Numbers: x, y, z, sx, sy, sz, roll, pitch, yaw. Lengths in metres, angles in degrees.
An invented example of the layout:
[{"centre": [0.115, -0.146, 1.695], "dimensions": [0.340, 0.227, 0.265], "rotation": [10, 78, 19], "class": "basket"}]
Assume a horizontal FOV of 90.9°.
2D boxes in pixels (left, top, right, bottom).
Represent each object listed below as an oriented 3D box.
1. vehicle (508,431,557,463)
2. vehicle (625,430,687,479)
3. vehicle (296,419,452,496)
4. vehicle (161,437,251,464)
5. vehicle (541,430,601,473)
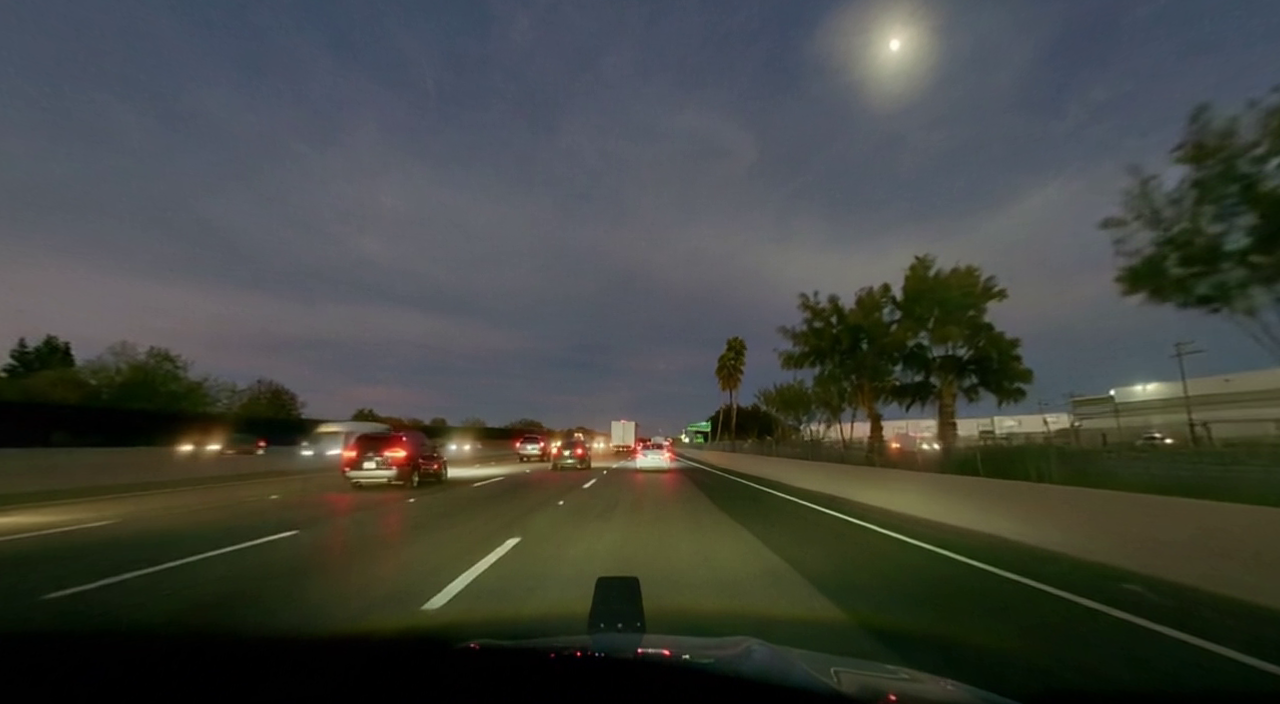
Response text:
[{"centre": [-6.793, 6.080, 40.434], "dimensions": [2.085, 1.932, 4.967], "rotation": [0, -8, 2], "class": "vehicle"}, {"centre": [0.563, 3.876, 24.080], "dimensions": [2.136, 1.678, 4.052], "rotation": [0, -8, 0], "class": "vehicle"}, {"centre": [-6.907, 2.792, 17.080], "dimensions": [2.105, 1.790, 4.689], "rotation": [0, -8, 1], "class": "vehicle"}, {"centre": [-27.486, 6.246, 40.173], "dimensions": [1.946, 1.526, 5.273], "rotation": [-1, -8, 1], "class": "vehicle"}, {"centre": [-3.067, 4.538, 28.999], "dimensions": [2.108, 1.832, 4.549], "rotation": [0, -8, 1], "class": "vehicle"}]
